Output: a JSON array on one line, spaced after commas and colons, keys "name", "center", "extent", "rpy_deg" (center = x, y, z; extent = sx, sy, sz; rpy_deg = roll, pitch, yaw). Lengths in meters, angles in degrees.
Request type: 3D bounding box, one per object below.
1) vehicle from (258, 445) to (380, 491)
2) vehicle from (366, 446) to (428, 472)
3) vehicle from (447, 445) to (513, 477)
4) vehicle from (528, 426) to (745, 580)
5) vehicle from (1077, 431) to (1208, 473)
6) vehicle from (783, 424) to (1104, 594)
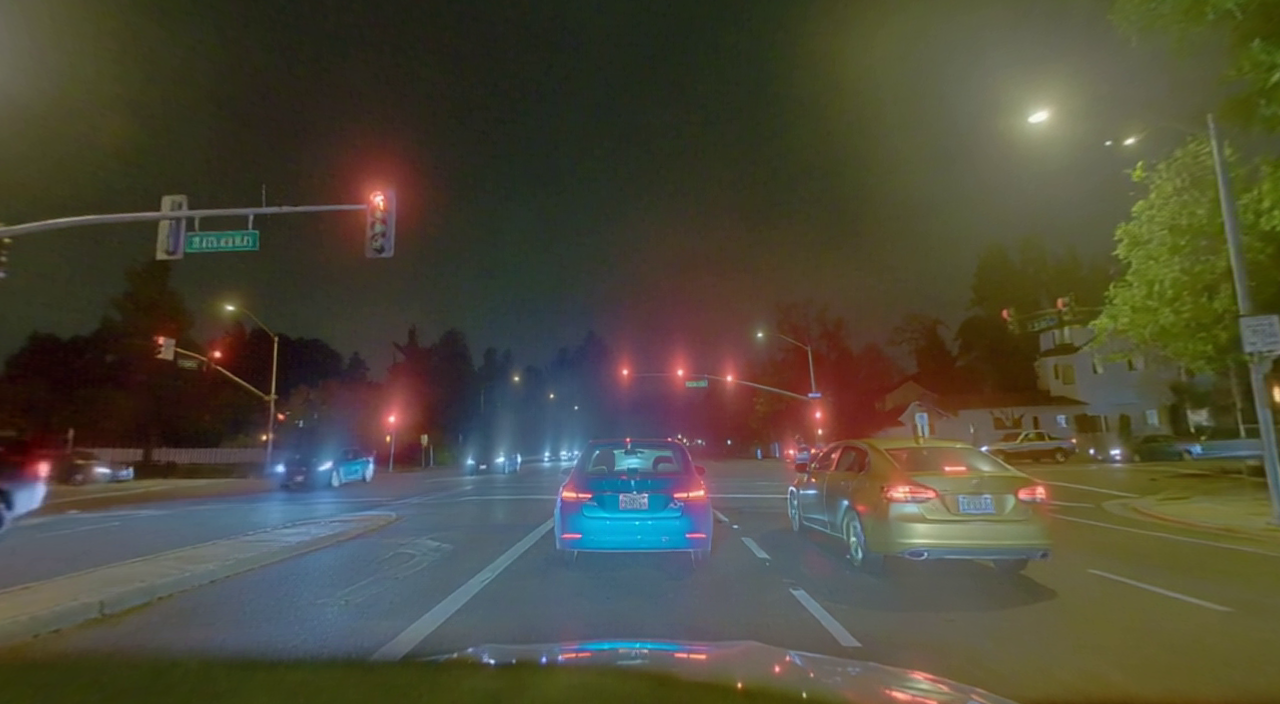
[{"name": "vehicle", "center": [-11.408, 4.133, 22.877], "extent": [2.125, 1.476, 4.385], "rpy_deg": [0, -8, 0]}, {"name": "vehicle", "center": [-17.007, 7.500, 44.499], "extent": [1.893, 1.658, 4.474], "rpy_deg": [-2, -9, 12]}, {"name": "vehicle", "center": [-7.544, 5.177, 30.277], "extent": [2.040, 1.374, 4.150], "rpy_deg": [0, -8, 1]}, {"name": "vehicle", "center": [-0.045, 1.780, 8.251], "extent": [2.103, 1.478, 4.073], "rpy_deg": [0, -8, 0]}, {"name": "vehicle", "center": [24.007, 4.781, 30.305], "extent": [4.520, 1.762, 2.005], "rpy_deg": [-2, -8, -1]}, {"name": "vehicle", "center": [3.189, 1.718, 7.768], "extent": [1.913, 1.505, 4.097], "rpy_deg": [0, -8, 0]}]
